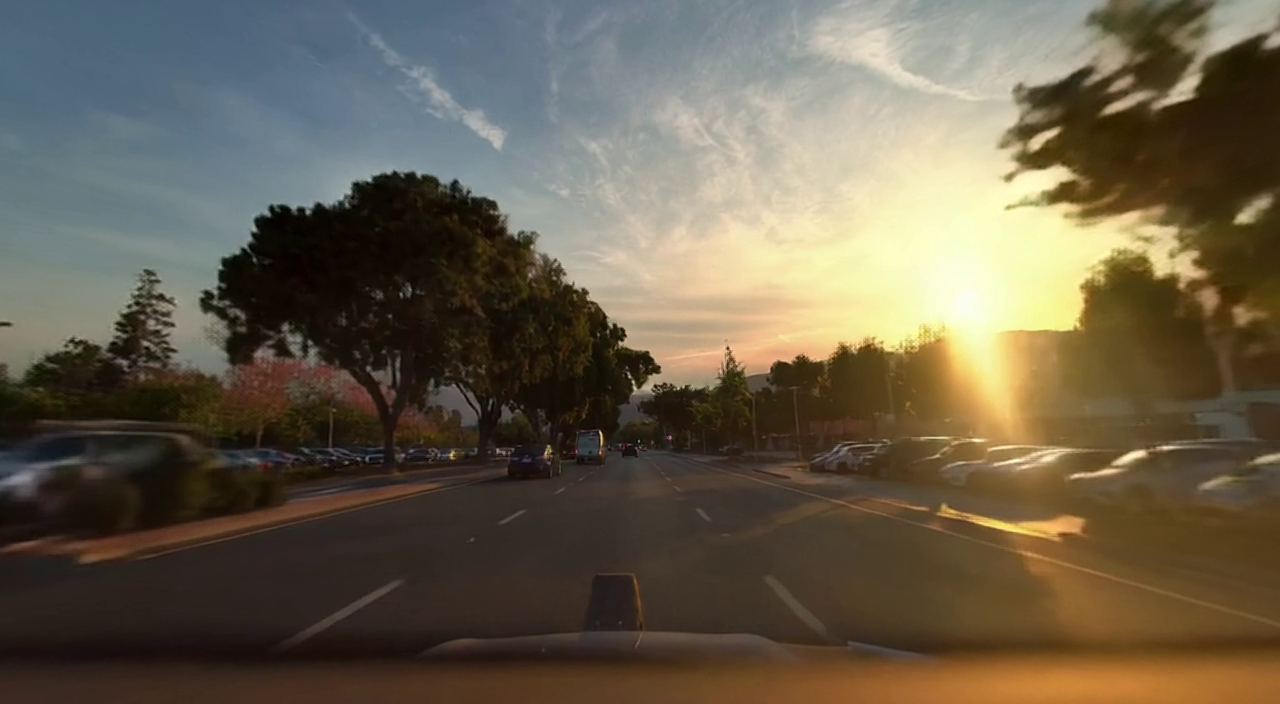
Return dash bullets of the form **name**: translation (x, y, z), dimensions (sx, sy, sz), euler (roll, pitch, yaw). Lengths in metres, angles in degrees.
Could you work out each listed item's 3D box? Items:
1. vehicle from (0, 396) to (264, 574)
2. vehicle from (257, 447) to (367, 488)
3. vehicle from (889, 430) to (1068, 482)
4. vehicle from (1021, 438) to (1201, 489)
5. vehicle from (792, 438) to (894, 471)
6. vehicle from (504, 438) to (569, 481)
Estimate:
- **vehicle**: translation (-7.591, 1.816, 9.333), dimensions (2.123, 1.864, 5.553), euler (1, -9, -17)
- **vehicle**: translation (-13.162, 4.637, 25.643), dimensions (1.955, 1.496, 4.661), euler (0, -9, 0)
- **vehicle**: translation (12.406, 3.856, 23.547), dimensions (5.426, 1.811, 2.193), euler (-2, -9, 15)
- **vehicle**: translation (18.761, 4.465, 25.303), dimensions (5.420, 1.818, 2.046), euler (-2, -9, 2)
- **vehicle**: translation (12.408, 6.293, 38.657), dimensions (5.500, 1.749, 2.057), euler (-1, -9, -3)
- **vehicle**: translation (-4.366, 4.601, 27.176), dimensions (2.109, 1.672, 4.256), euler (0, -9, 0)
